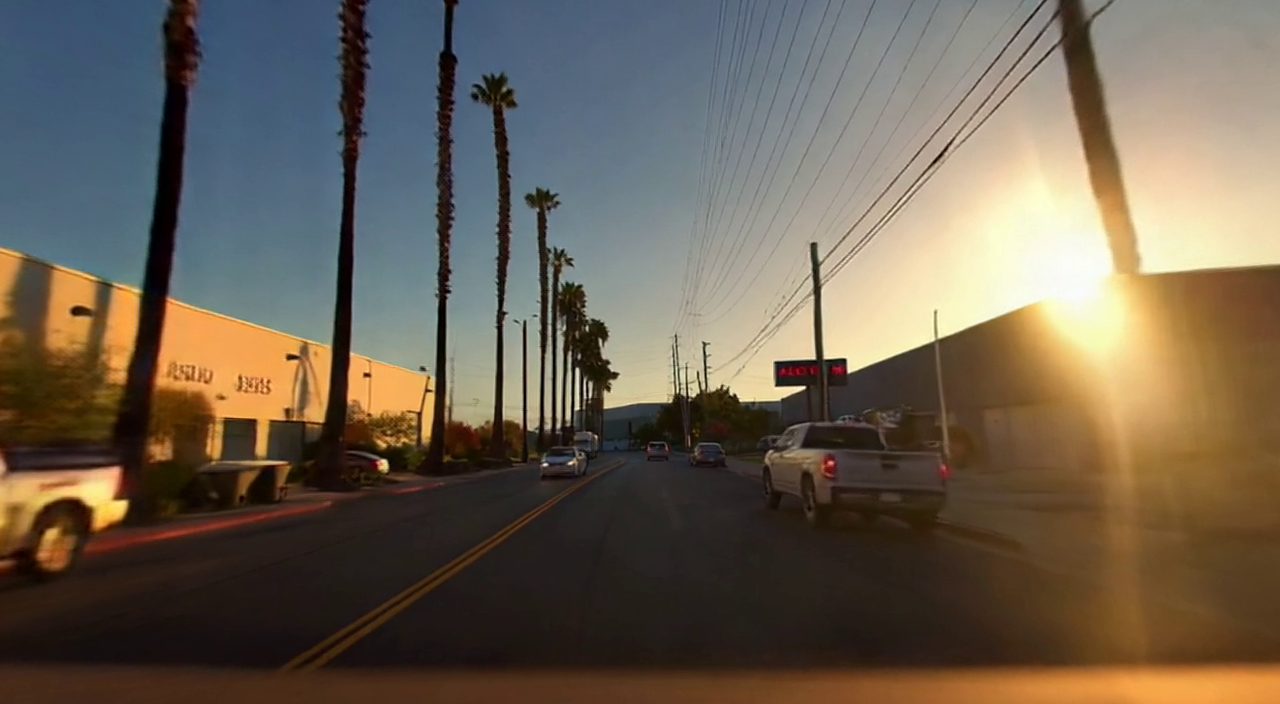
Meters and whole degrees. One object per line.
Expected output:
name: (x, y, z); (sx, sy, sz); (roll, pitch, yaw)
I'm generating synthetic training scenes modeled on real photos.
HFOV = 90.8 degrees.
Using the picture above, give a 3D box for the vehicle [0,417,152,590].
vehicle: (-7.939, 1.585, 6.199); (2.105, 1.836, 5.338); (-3, -9, -1)

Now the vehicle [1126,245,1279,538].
vehicle: (8.156, 0.191, 5.166); (2.993, 3.033, 6.781); (-1, -8, 2)

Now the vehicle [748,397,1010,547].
vehicle: (3.699, 2.043, 11.507); (2.345, 1.969, 6.070); (0, -8, -1)

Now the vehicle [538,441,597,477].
vehicle: (-3.242, 4.877, 29.138); (2.033, 1.492, 4.477); (-1, -8, 2)

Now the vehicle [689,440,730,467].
vehicle: (4.451, 6.544, 41.029); (2.111, 1.611, 4.576); (0, -8, 0)

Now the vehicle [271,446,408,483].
vehicle: (-13.683, 5.138, 28.977); (5.187, 1.563, 2.095); (0, -8, 1)
